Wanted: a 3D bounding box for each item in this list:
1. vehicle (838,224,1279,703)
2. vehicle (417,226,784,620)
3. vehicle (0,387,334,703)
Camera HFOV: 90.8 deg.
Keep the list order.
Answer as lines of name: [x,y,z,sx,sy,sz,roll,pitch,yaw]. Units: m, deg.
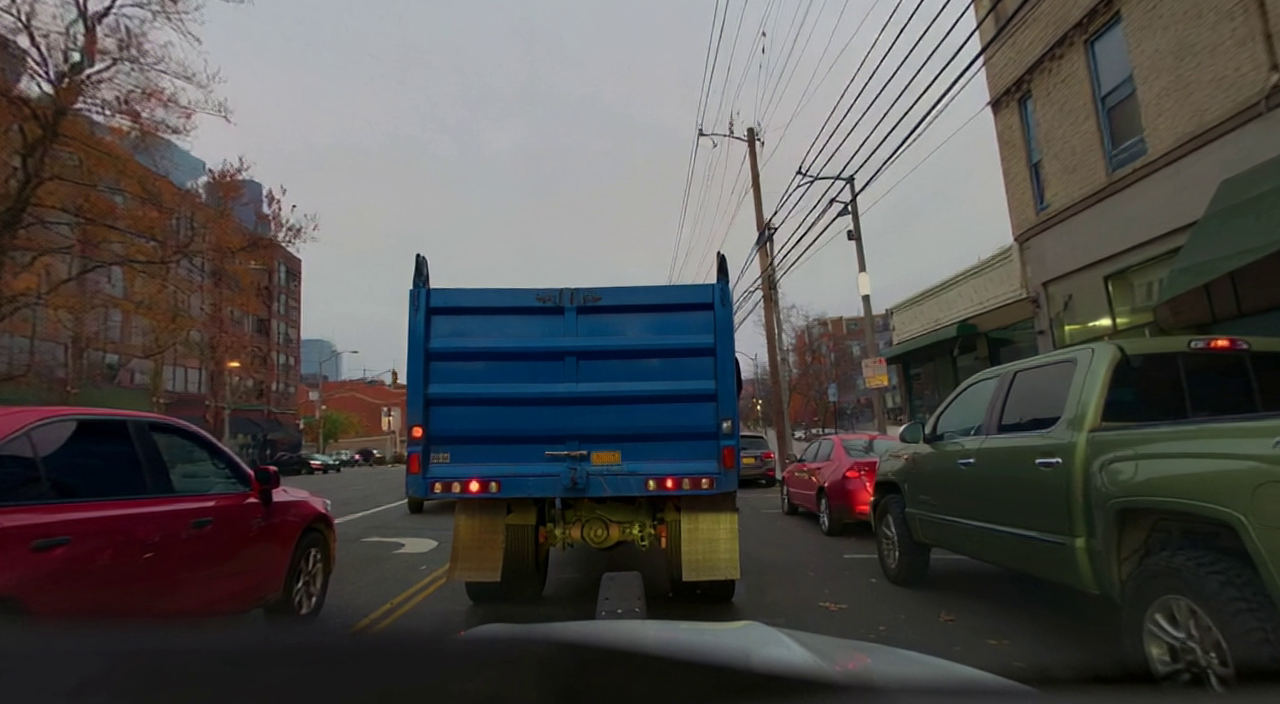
vehicle: [3.237,0.846,3.846,2.242,1.979,5.722,0,-8,1]
vehicle: [-0.236,1.116,9.268,2.878,3.204,8.244,0,-8,1]
vehicle: [-4.119,1.157,4.083,1.988,1.657,4.492,0,-8,0]
